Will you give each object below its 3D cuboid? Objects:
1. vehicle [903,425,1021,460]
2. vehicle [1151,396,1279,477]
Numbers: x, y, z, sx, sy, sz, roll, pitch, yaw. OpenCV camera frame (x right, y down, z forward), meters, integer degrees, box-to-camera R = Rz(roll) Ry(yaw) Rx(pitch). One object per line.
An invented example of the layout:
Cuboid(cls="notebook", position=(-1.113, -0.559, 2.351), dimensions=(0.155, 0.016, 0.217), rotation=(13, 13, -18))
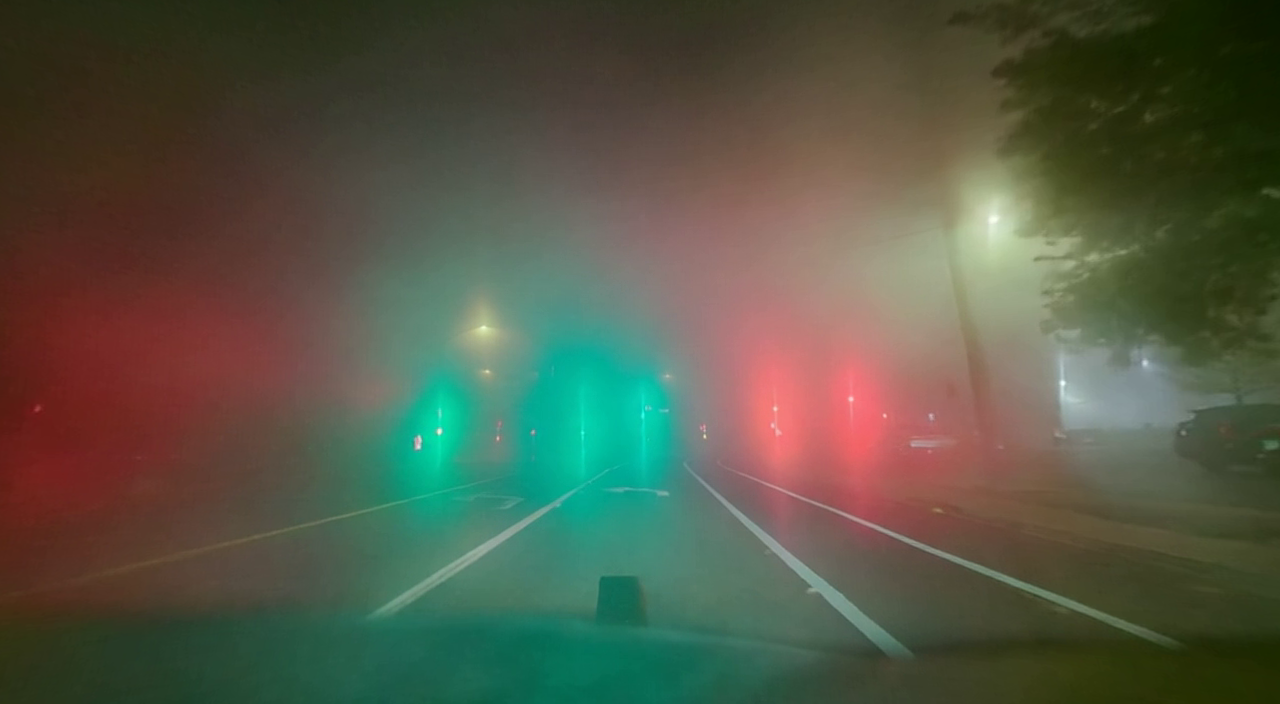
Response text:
Cuboid(cls="vehicle", position=(14.196, 4.016, 27.956), dimensions=(4.167, 1.476, 1.871), rotation=(0, -8, 0))
Cuboid(cls="vehicle", position=(14.063, 1.834, 13.583), dimensions=(4.358, 1.625, 1.842), rotation=(0, -8, 3))
